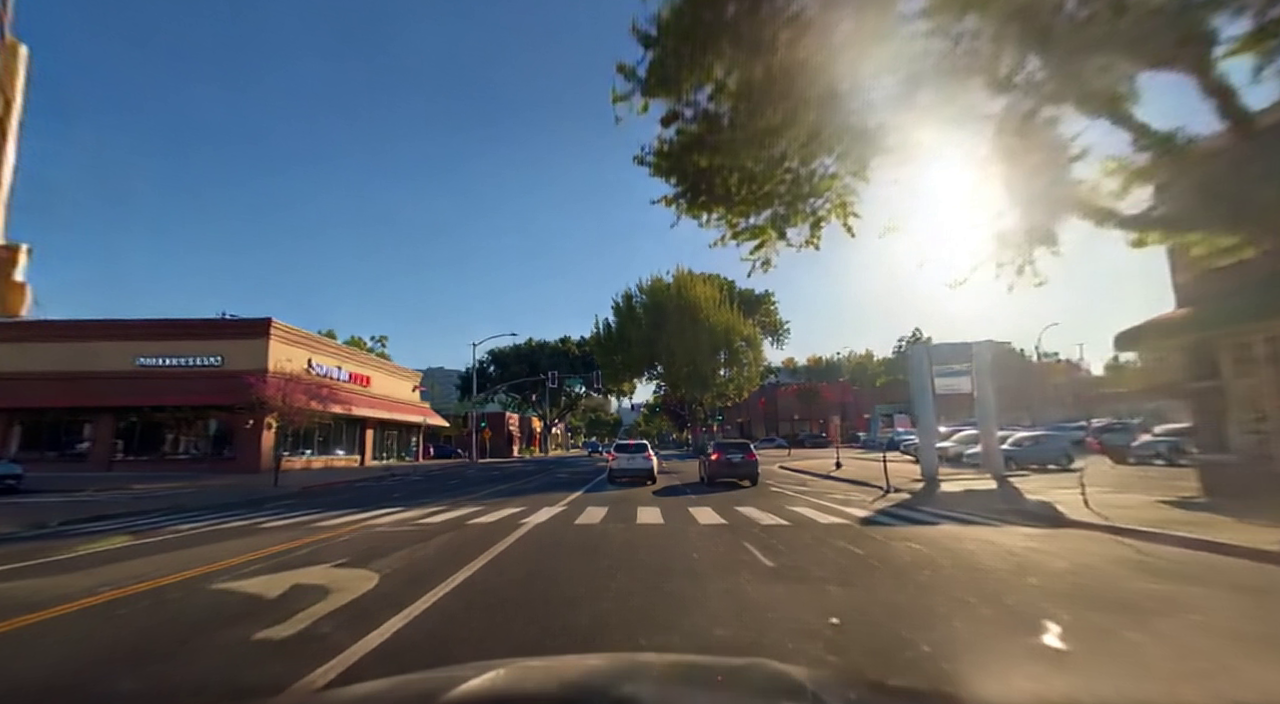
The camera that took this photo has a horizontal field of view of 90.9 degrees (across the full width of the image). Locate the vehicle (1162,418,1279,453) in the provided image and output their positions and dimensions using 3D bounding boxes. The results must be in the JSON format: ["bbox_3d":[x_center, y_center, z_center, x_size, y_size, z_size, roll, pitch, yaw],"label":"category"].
[{"bbox_3d":[30.690,4.440,33.347,2.231,1.749,4.411,0,-8,-2],"label":"vehicle"}]

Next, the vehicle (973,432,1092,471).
[{"bbox_3d":[16.572,4.195,26.710,3.880,1.538,1.862,1,-8,-8],"label":"vehicle"}]

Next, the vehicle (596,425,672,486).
[{"bbox_3d":[-0.229,3.975,24.553,2.638,2.065,5.313,0,-8,0],"label":"vehicle"}]

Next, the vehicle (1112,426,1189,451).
[{"bbox_3d":[35.077,5.988,43.475,1.817,1.548,4.050,-2,-9,-1],"label":"vehicle"}]

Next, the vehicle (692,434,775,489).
[{"bbox_3d":[3.293,3.966,23.260,2.276,1.787,4.630,0,-8,-1],"label":"vehicle"}]
